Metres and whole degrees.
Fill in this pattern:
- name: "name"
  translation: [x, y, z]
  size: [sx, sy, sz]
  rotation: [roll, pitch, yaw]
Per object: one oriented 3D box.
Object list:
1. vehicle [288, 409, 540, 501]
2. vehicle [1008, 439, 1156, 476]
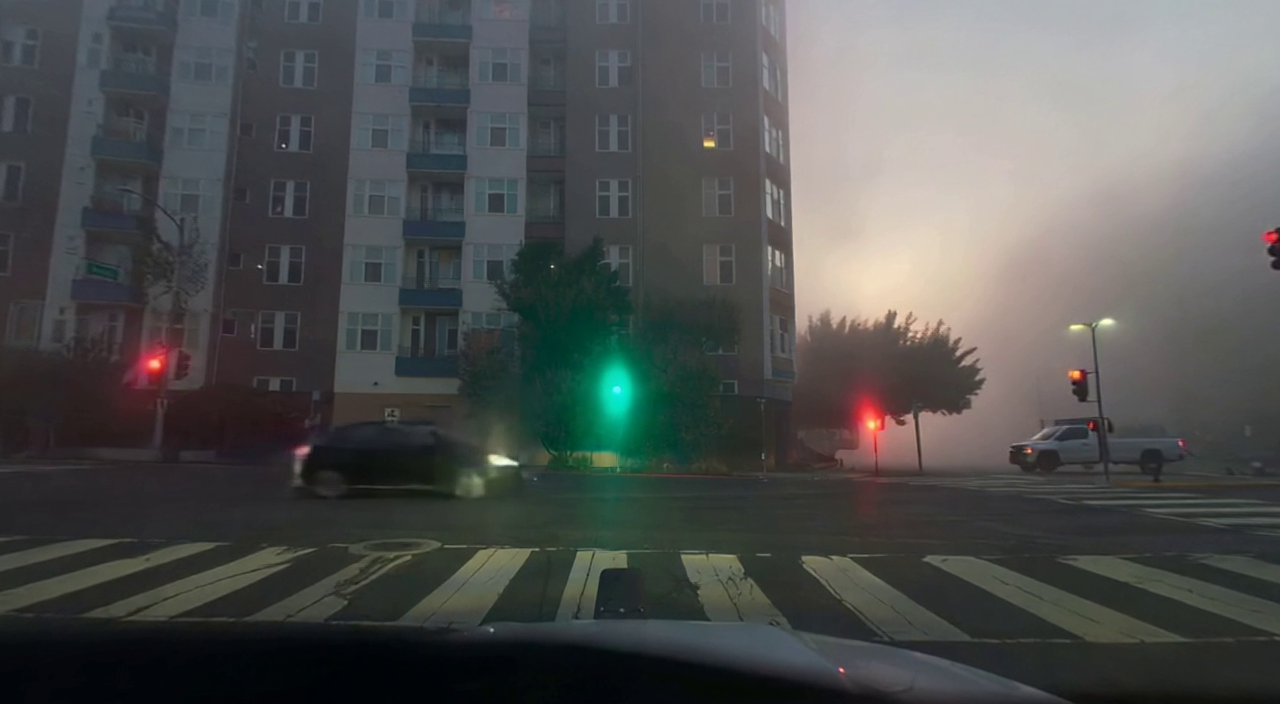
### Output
- name: "vehicle"
  translation: [-4.726, 2.237, 13.847]
  size: [4.724, 1.834, 2.068]
  rotation: [0, -9, -1]
- name: "vehicle"
  translation: [18.577, 4.460, 26.679]
  size: [4.823, 1.458, 1.914]
  rotation: [0, -9, -1]
